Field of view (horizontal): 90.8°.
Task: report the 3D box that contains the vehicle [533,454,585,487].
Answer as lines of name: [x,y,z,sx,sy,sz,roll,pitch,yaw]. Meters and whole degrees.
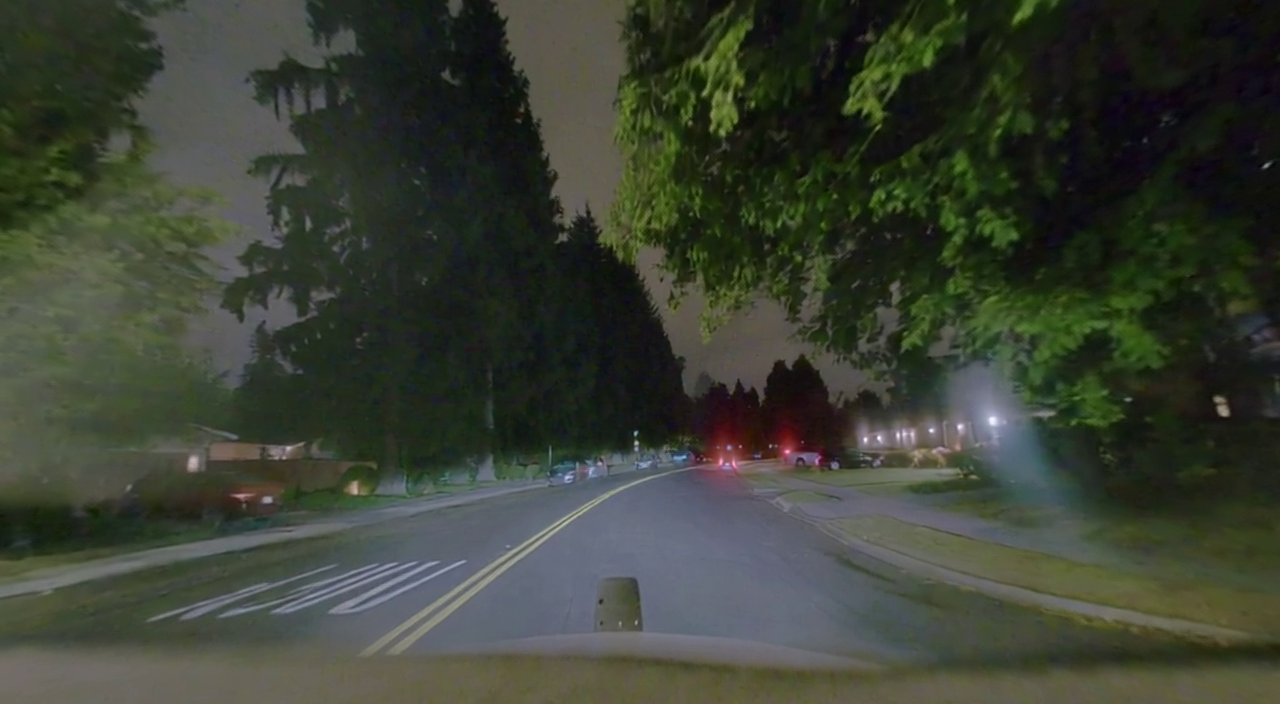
vehicle: [-4.423,6.658,35.154,1.886,1.494,4.149,-2,-14,7]

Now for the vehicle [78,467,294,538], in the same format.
vehicle: [-10.585,3.473,14.855,3.947,1.442,1.858,-2,-9,12]

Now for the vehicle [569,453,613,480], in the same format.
vehicle: [-3.200,7.740,42.332,1.972,1.536,4.347,-2,-14,8]

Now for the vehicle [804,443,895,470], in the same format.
vehicle: [12.327,6.168,37.425,4.744,1.507,1.953,-1,-8,4]
